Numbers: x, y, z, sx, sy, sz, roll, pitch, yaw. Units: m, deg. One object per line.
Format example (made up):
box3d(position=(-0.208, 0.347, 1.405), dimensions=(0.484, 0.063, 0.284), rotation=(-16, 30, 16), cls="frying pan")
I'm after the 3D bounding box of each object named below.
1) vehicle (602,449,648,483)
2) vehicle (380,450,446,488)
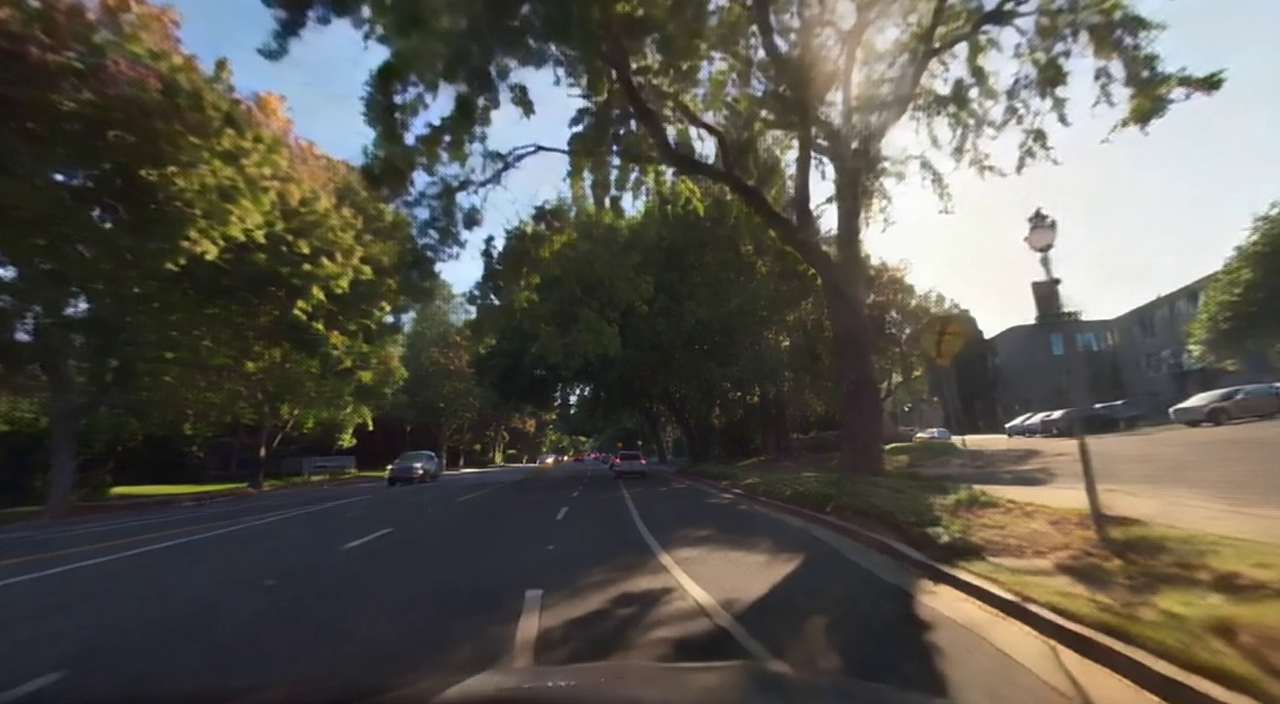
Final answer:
box3d(position=(-0.749, 5.486, 30.803), dimensions=(2.111, 1.466, 4.223), rotation=(0, -8, -2), cls="vehicle")
box3d(position=(-11.777, 6.055, 33.055), dimensions=(1.969, 1.751, 4.432), rotation=(0, -8, -3), cls="vehicle")
